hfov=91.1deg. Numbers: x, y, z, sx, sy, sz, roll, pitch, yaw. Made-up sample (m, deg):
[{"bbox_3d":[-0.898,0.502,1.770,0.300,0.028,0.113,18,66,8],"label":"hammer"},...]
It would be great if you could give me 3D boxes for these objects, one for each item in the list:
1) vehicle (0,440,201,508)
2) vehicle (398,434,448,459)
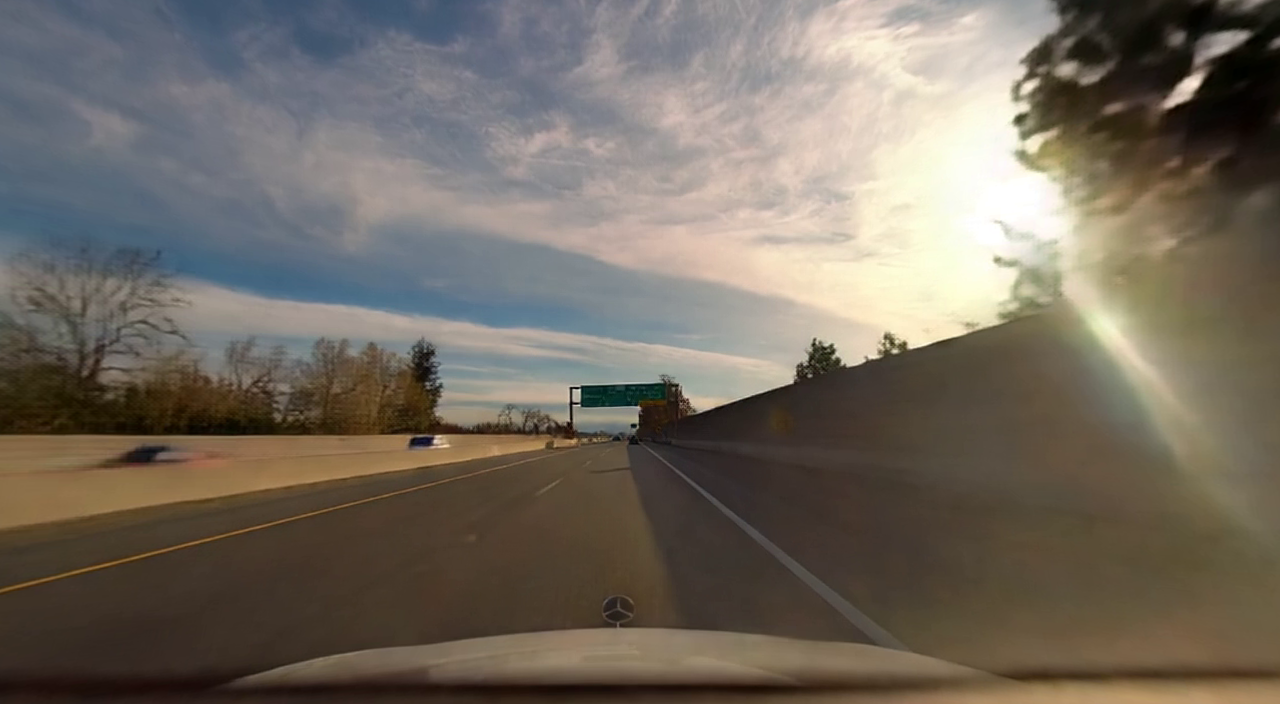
[{"bbox_3d":[-14.483,3.185,17.028,1.884,1.540,4.588,0,-8,0],"label":"vehicle"},{"bbox_3d":[-14.917,6.487,43.448,1.888,1.649,4.339,0,-8,0],"label":"vehicle"}]
